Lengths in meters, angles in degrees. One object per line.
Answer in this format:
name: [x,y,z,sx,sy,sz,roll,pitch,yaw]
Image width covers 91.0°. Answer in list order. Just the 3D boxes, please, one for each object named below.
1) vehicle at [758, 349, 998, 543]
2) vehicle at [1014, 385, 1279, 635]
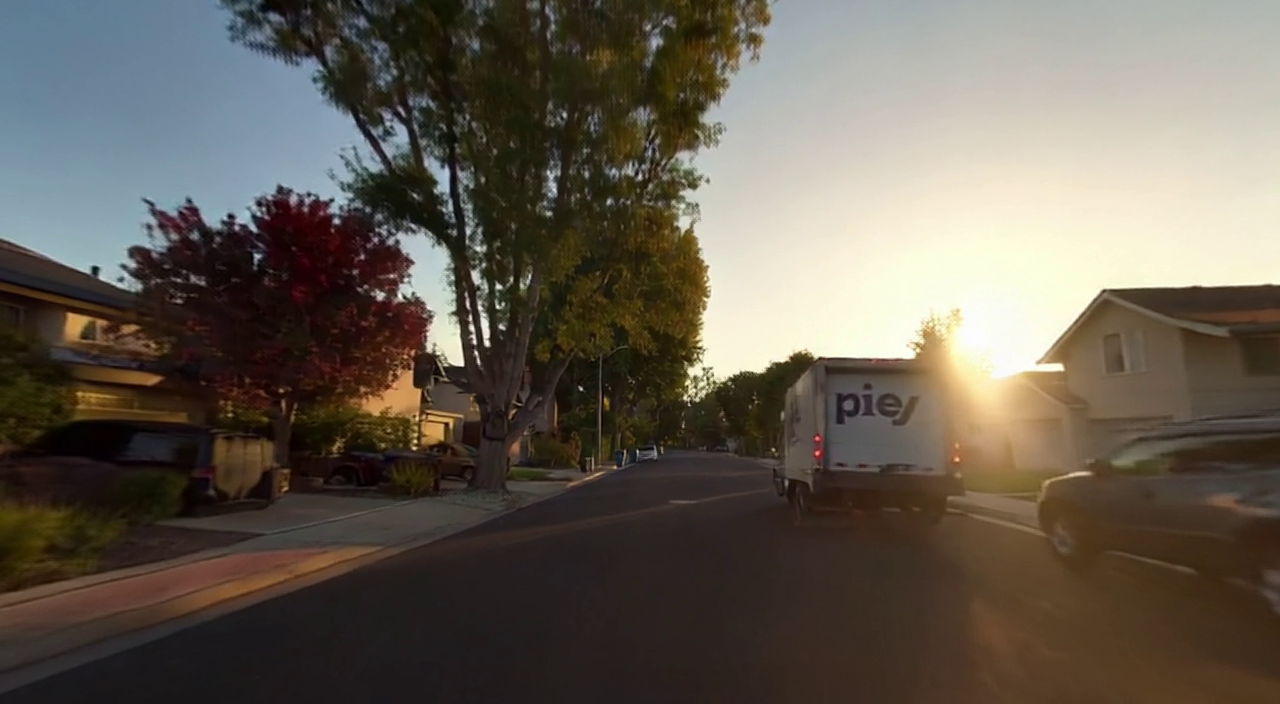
vehicle: [4.425,2.041,13.750,2.924,3.018,7.600,-1,-9,6]
vehicle: [6.164,1.416,6.166,2.410,1.902,4.277,0,-9,2]
